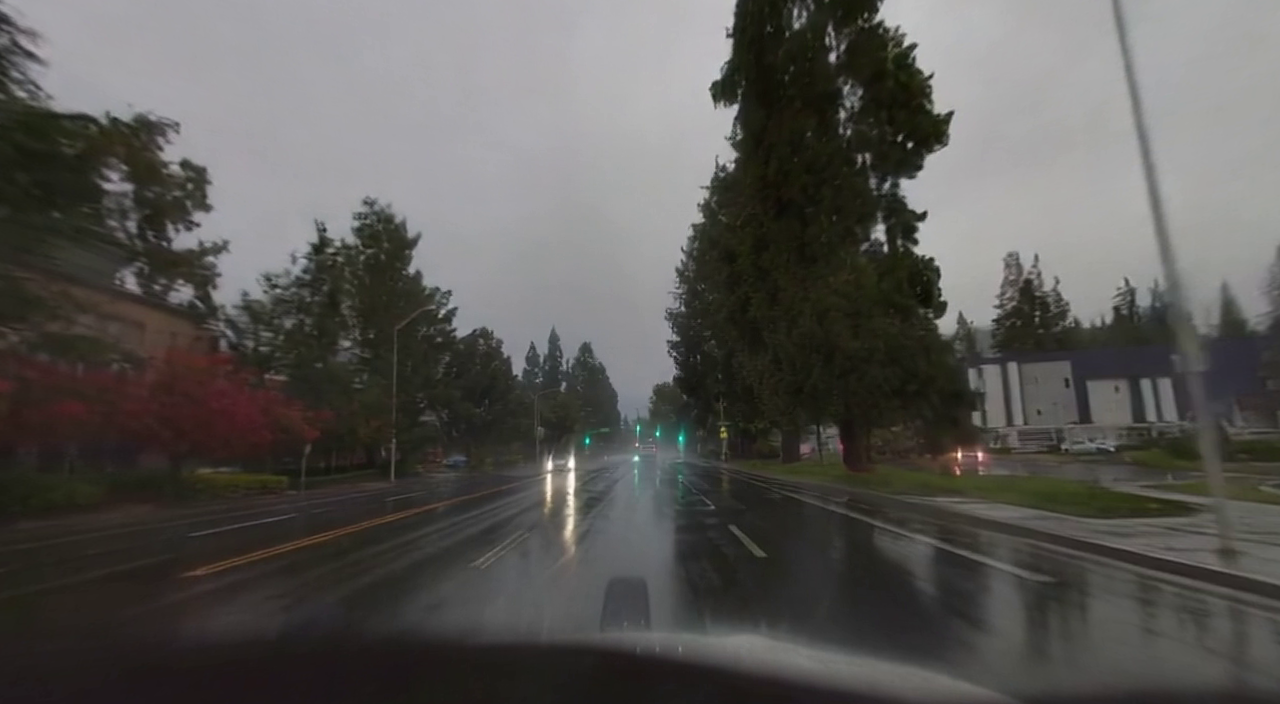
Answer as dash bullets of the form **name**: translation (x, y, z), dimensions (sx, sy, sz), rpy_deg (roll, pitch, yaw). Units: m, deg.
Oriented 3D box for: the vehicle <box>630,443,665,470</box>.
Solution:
- **vehicle**: translation (0.491, 6.841, 41.445), dimensions (2.200, 1.653, 4.127), rpy_deg (0, -8, 1)
